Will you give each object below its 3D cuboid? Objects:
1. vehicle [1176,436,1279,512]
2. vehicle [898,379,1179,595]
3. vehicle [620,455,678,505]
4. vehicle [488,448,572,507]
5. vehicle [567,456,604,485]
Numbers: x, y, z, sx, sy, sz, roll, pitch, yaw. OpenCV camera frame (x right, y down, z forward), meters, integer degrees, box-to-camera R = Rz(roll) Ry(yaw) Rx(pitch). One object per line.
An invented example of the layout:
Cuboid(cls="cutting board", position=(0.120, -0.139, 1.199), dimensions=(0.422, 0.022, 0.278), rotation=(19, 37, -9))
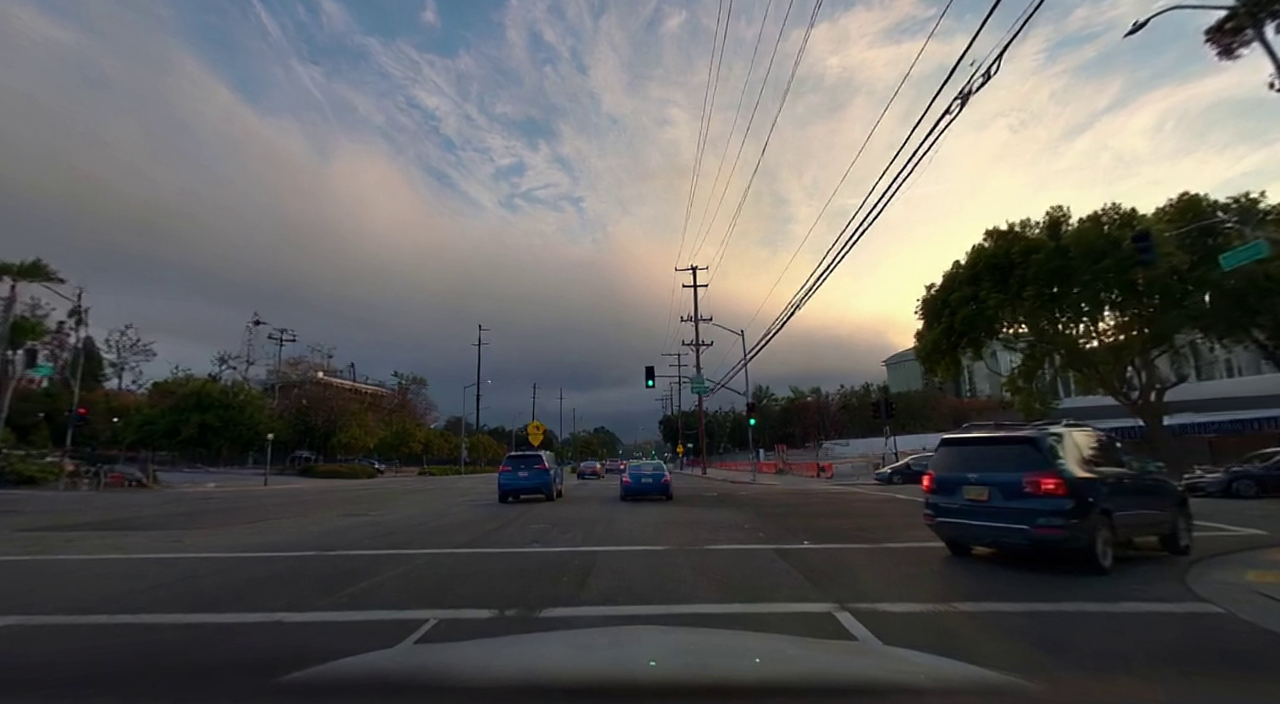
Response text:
Cuboid(cls="vehicle", position=(16.904, 3.080, 16.237), dimensions=(4.512, 1.767, 1.980), rotation=(1, -9, -8))
Cuboid(cls="vehicle", position=(5.293, 1.794, 9.397), dimensions=(2.458, 2.149, 5.577), rotation=(-4, -9, 22))
Cuboid(cls="vehicle", position=(0.336, 4.880, 24.341), dimensions=(2.059, 1.691, 3.980), rotation=(0, -9, 0))
Cuboid(cls="vehicle", position=(-3.700, 4.314, 22.065), dimensions=(2.078, 1.804, 4.387), rotation=(0, -9, 1))
Cuboid(cls="vehicle", position=(-3.524, 7.751, 41.456), dimensions=(1.910, 1.713, 4.786), rotation=(0, -9, 1))
